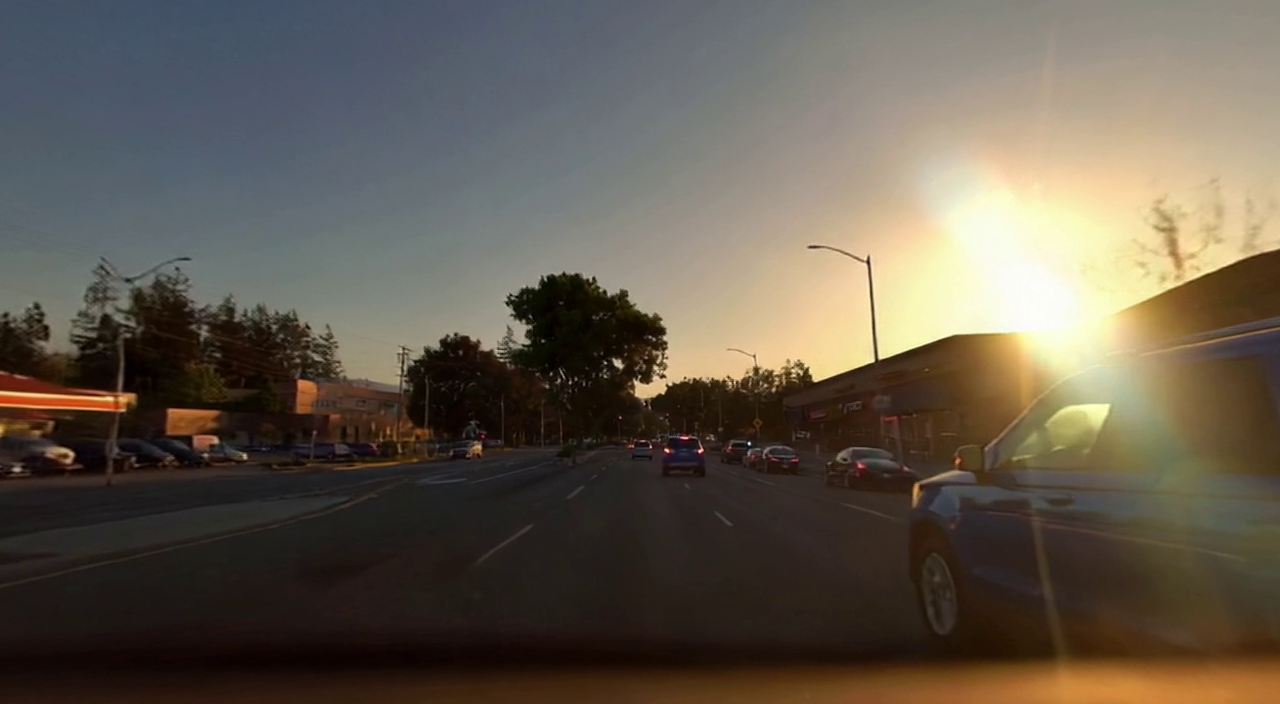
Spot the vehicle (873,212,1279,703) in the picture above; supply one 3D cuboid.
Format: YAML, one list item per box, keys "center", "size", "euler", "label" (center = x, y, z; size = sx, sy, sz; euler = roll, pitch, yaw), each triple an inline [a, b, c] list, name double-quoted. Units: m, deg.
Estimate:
- center: [3.057, 0.713, 2.797]
  size: [2.246, 1.963, 4.777]
  euler: [0, -8, 1]
  label: "vehicle"

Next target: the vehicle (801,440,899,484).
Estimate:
- center: [7.474, 3.947, 22.852]
  size: [1.966, 1.416, 4.589]
  euler: [0, -8, 0]
  label: "vehicle"

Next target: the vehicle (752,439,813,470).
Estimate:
- center: [7.441, 5.417, 33.281]
  size: [2.055, 1.508, 4.782]
  euler: [0, -8, 0]
  label: "vehicle"

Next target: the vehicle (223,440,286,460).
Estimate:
- center: [-30.100, 7.684, 49.181]
  size: [1.949, 1.466, 4.654]
  euler: [0, -8, 1]
  label: "vehicle"

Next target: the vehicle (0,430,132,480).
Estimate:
- center: [-25.714, 4.501, 27.653]
  size: [2.086, 1.967, 5.297]
  euler: [0, -8, 1]
  label: "vehicle"

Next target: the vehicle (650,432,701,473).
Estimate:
- center: [1.703, 4.958, 31.210]
  size: [2.317, 1.857, 5.150]
  euler: [0, -8, 2]
  label: "vehicle"

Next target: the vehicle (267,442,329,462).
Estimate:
- center: [-26.934, 7.897, 49.701]
  size: [1.929, 1.537, 5.124]
  euler: [0, -8, 2]
  label: "vehicle"

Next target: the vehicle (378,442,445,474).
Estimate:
- center: [-11.438, 5.330, 31.720]
  size: [1.942, 1.473, 4.506]
  euler: [1, -8, -4]
  label: "vehicle"

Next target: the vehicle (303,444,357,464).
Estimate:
- center: [-24.259, 7.980, 49.308]
  size: [1.822, 1.466, 4.445]
  euler: [0, -9, 2]
  label: "vehicle"

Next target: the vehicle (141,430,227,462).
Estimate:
- center: [-30.719, 6.401, 42.546]
  size: [2.042, 1.901, 5.209]
  euler: [-3, -10, -1]
  label: "vehicle"
